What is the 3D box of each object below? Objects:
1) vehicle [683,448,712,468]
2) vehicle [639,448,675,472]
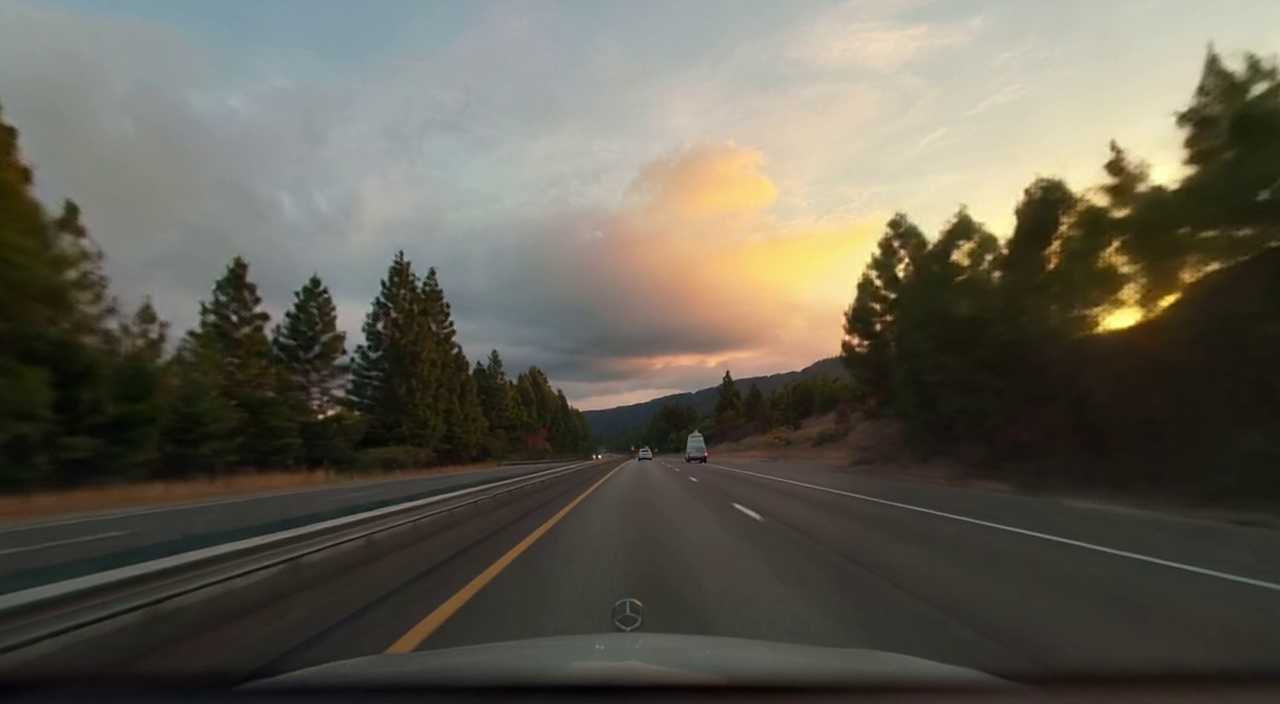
[{"bbox_3d":[4.437,8.264,49.100,1.846,1.485,3.679,0,-9,-1],"label":"vehicle"},{"bbox_3d":[1.076,7.010,41.026,2.162,1.492,3.975,0,-9,-1],"label":"vehicle"}]
